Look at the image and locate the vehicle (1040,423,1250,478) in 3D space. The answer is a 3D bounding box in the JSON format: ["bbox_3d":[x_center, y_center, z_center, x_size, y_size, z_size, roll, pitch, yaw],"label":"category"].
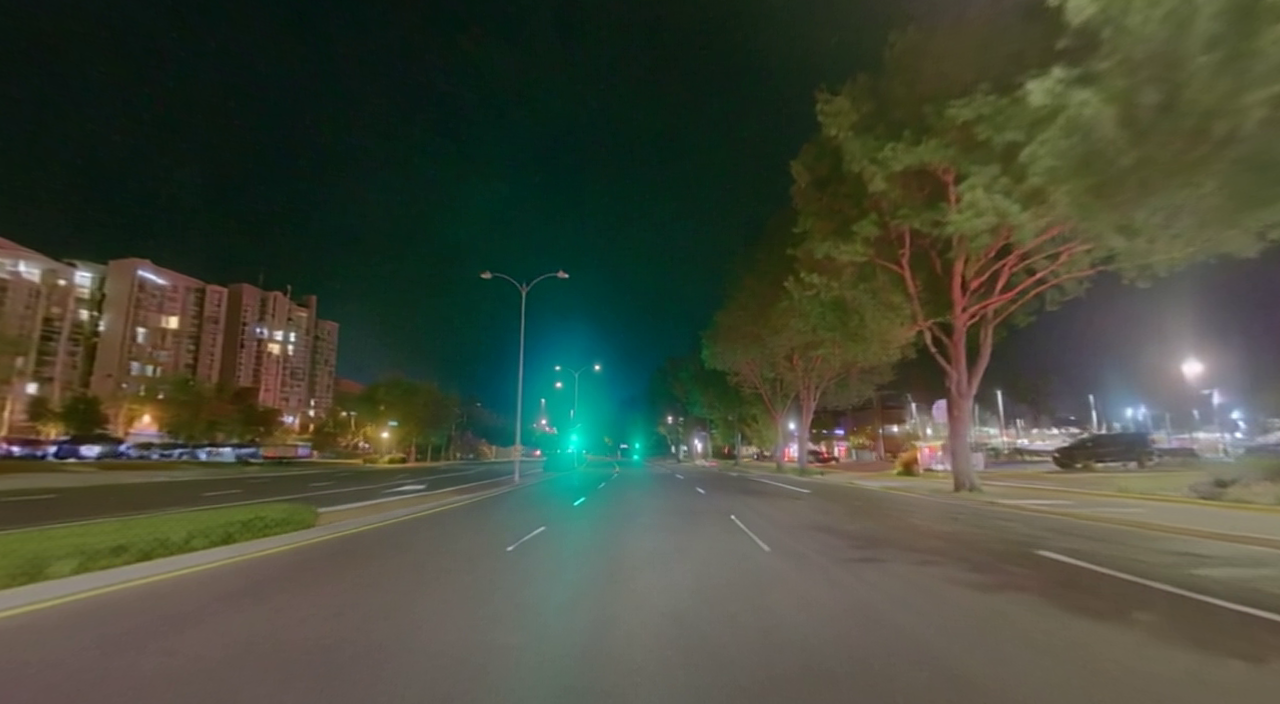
[{"bbox_3d":[38.110,7.578,48.711,3.455,3.683,12.209,5,-10,-24],"label":"vehicle"}]

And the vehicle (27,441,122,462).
[{"bbox_3d":[-42.457,7.444,47.553,4.891,1.468,1.952,4,-10,-28],"label":"vehicle"}]
